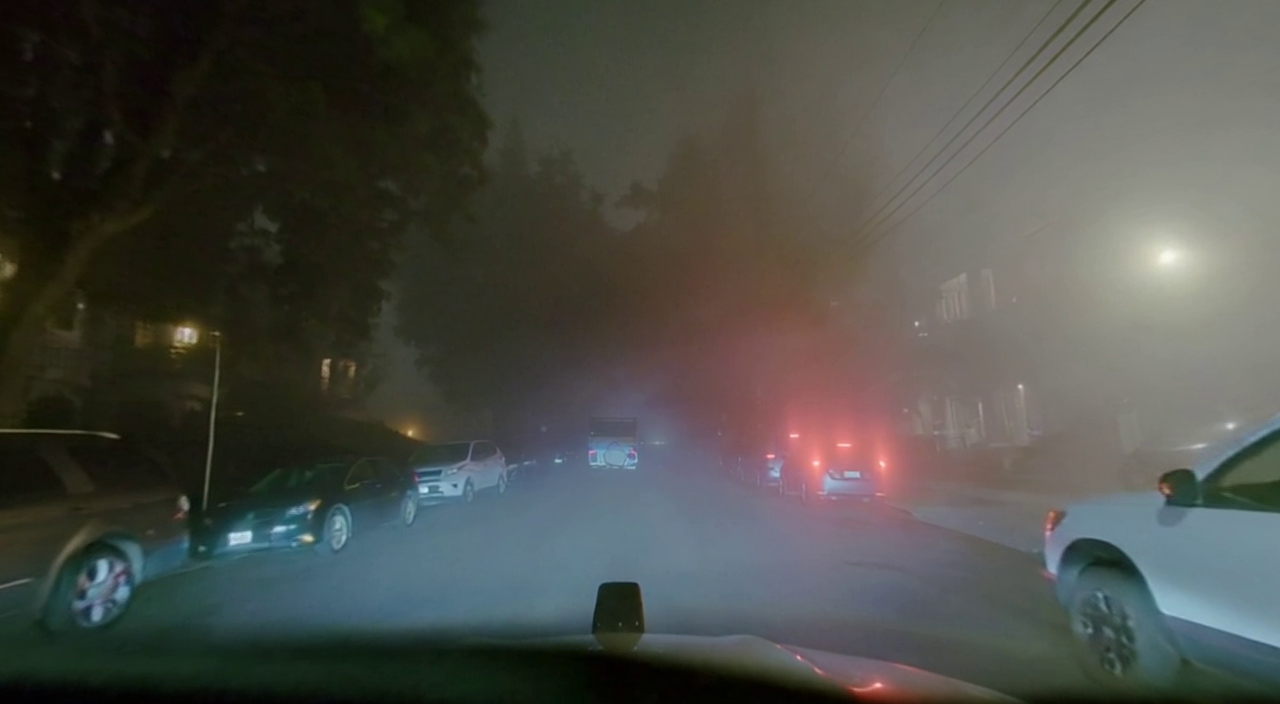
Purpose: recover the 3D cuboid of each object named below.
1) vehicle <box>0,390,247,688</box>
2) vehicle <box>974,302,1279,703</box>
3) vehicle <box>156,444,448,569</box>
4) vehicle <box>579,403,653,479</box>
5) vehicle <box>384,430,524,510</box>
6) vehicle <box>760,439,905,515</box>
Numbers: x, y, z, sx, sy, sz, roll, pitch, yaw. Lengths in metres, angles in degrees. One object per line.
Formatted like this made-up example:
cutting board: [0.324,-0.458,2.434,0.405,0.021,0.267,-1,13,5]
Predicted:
vehicle: [-5.038,1.136,3.780,2.203,1.815,4.972,0,-8,-1]
vehicle: [3.492,0.723,2.041,2.182,1.900,4.779,0,-8,0]
vehicle: [-4.801,2.204,10.018,1.861,1.474,4.749,0,-8,2]
vehicle: [-0.884,3.933,27.907,2.716,2.887,6.781,0,-8,2]
vehicle: [-4.743,3.078,17.113,2.002,1.781,5.380,0,-8,2]
vehicle: [4.171,2.752,14.522,1.813,1.468,4.267,0,-8,-3]
